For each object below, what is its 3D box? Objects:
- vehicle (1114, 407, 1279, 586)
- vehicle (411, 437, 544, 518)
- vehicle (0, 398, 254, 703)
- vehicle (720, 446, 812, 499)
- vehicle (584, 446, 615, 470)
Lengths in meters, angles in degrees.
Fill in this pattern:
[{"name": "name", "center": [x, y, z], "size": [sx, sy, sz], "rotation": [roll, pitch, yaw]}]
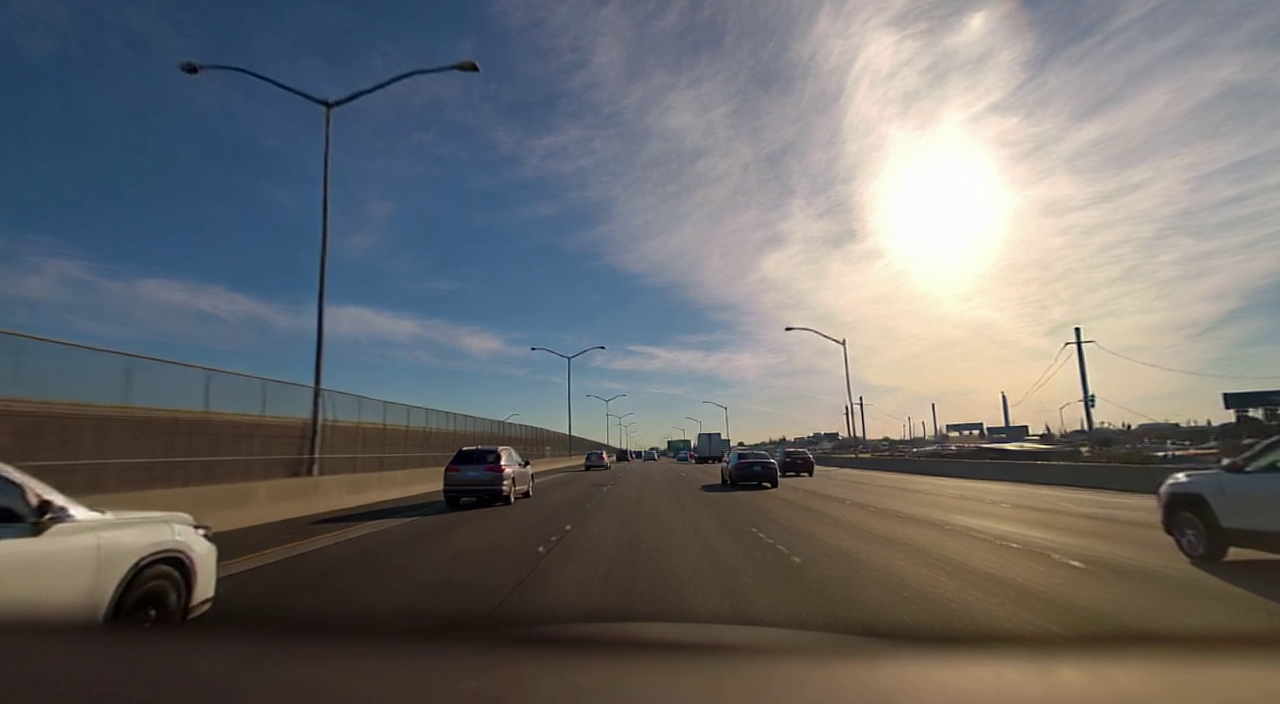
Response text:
[{"name": "vehicle", "center": [7.368, 1.349, 5.747], "size": [2.145, 1.743, 5.058], "rotation": [0, -8, 0]}, {"name": "vehicle", "center": [-3.713, 2.931, 15.284], "size": [2.036, 1.669, 4.112], "rotation": [-1, -8, 1]}, {"name": "vehicle", "center": [-3.780, 0.881, 1.942], "size": [2.067, 1.555, 4.851], "rotation": [0, -8, 1]}, {"name": "vehicle", "center": [3.830, 3.736, 19.999], "size": [1.942, 1.453, 4.329], "rotation": [0, -8, -1]}, {"name": "vehicle", "center": [-3.166, 8.339, 49.952], "size": [2.108, 1.748, 4.514], "rotation": [-1, -8, 1]}]
